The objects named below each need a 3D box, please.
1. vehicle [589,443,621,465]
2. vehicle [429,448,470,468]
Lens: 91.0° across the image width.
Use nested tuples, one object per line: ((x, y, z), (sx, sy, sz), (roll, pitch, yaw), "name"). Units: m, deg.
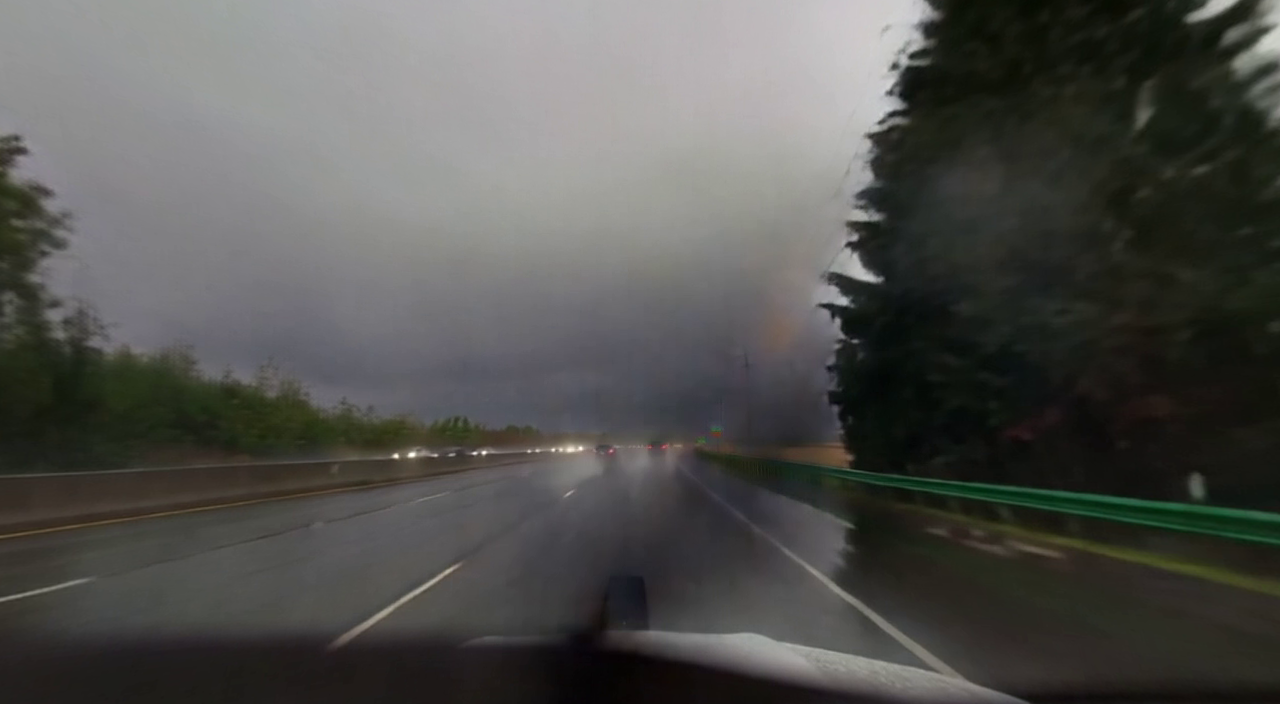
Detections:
((-2.632, 7.724, 47.883), (2.021, 1.515, 4.453), (0, -8, 2), "vehicle")
((-15.007, 8.339, 49.708), (1.893, 1.494, 3.933), (0, -8, 1), "vehicle")
